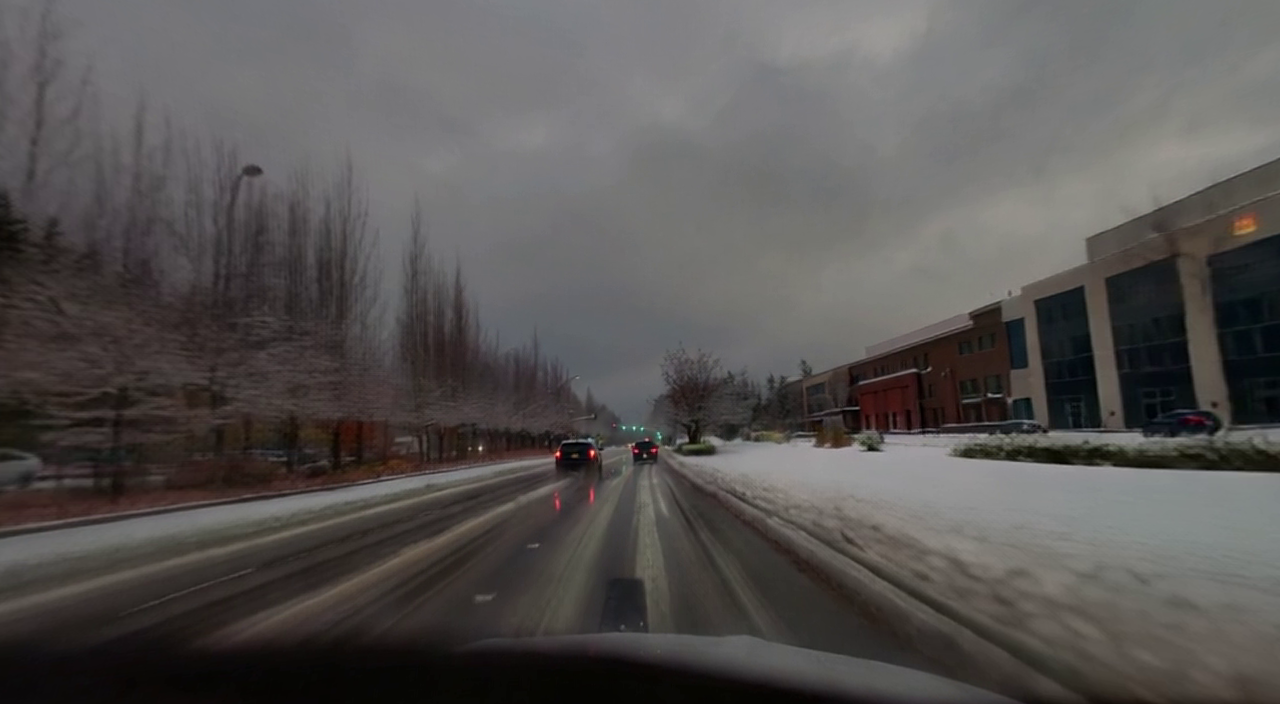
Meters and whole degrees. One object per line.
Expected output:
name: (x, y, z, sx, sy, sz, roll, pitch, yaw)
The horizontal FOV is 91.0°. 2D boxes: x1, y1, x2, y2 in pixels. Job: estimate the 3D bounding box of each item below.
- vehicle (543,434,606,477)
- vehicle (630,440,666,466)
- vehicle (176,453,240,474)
vehicle: (-2.775, 4.512, 27.655, 2.197, 1.709, 4.069, 0, -8, 2)
vehicle: (0.479, 6.084, 38.206, 2.040, 1.493, 3.682, 0, -8, 0)
vehicle: (-33.408, 8.642, 48.866, 1.773, 1.477, 4.319, -1, -9, 2)
